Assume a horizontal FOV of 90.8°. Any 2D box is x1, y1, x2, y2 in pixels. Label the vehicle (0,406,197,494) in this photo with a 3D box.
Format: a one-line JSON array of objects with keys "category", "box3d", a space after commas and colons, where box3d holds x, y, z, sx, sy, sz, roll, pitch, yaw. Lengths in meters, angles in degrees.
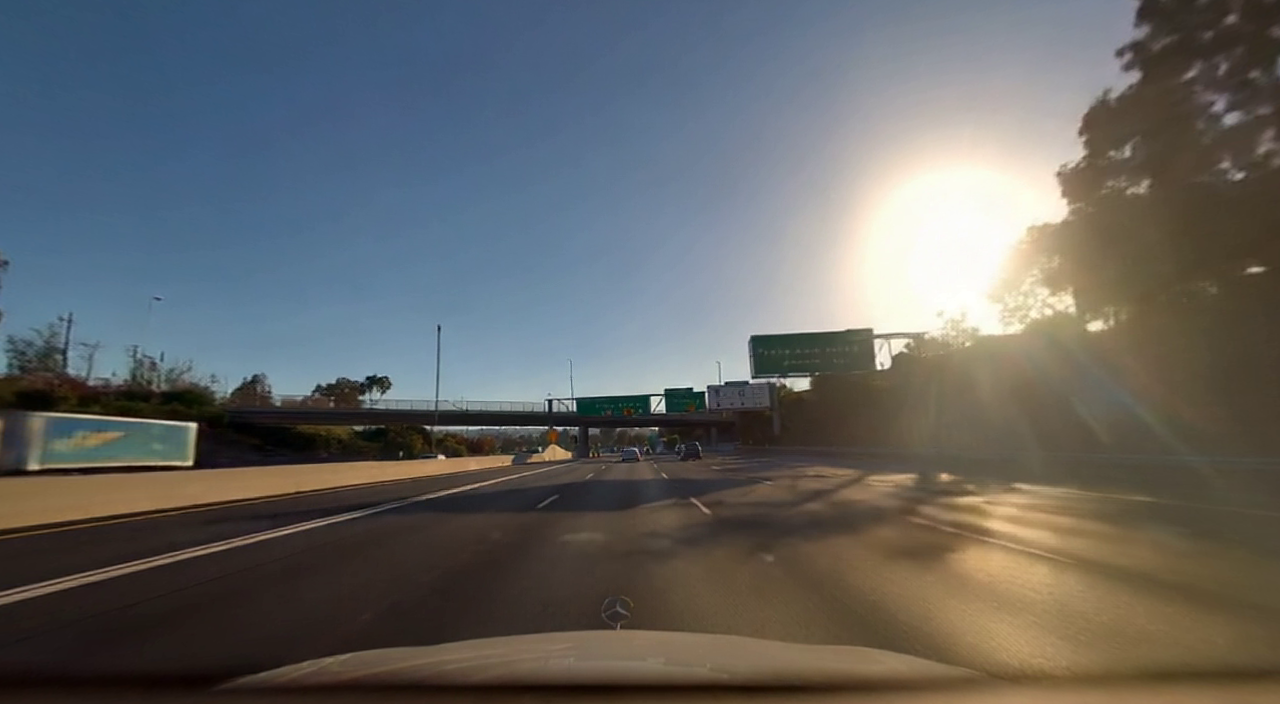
[{"category": "vehicle", "box3d": [-30.644, 5.409, 35.018, 2.821, 3.960, 12.894, 0, -9, 0]}]
